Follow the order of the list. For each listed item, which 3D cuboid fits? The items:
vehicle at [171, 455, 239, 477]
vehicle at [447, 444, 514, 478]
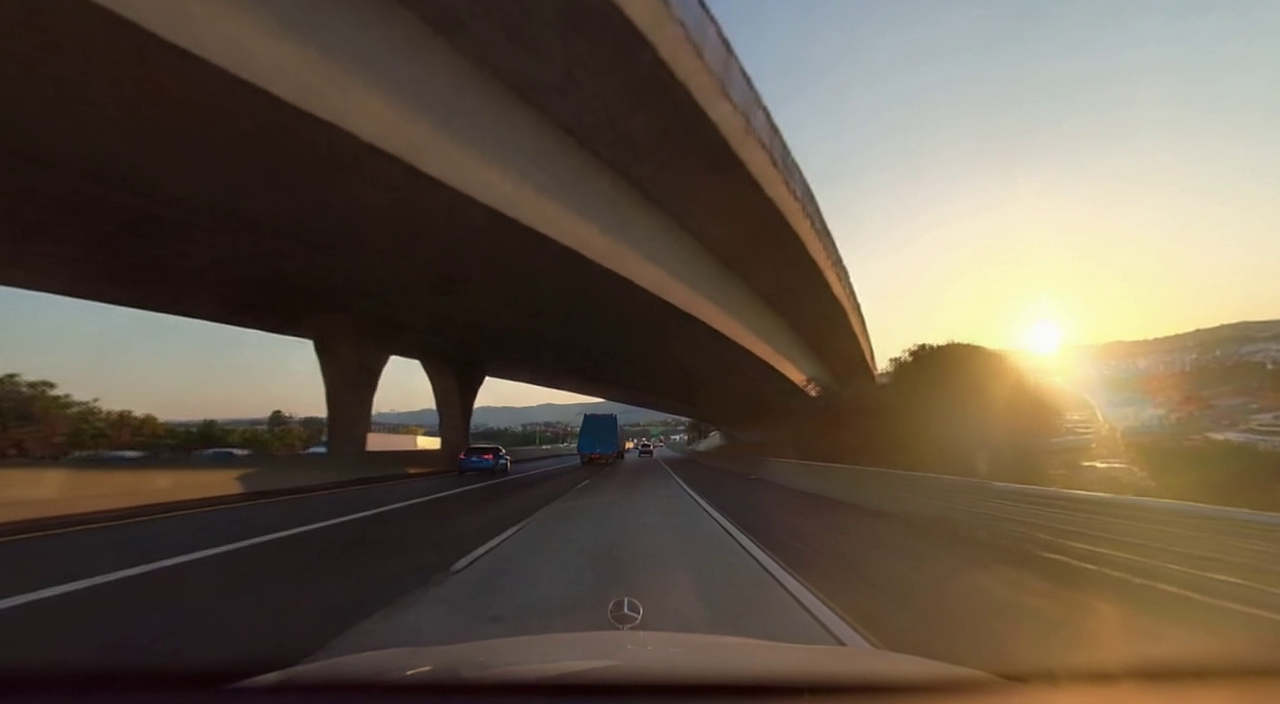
[{"bbox_3d":[-31.123,8.138,45.036,1.814,1.421,4.156,-1,-8,2],"label":"vehicle"},{"bbox_3d":[-7.550,5.188,30.157,1.901,1.467,4.629,-1,-8,1],"label":"vehicle"}]
